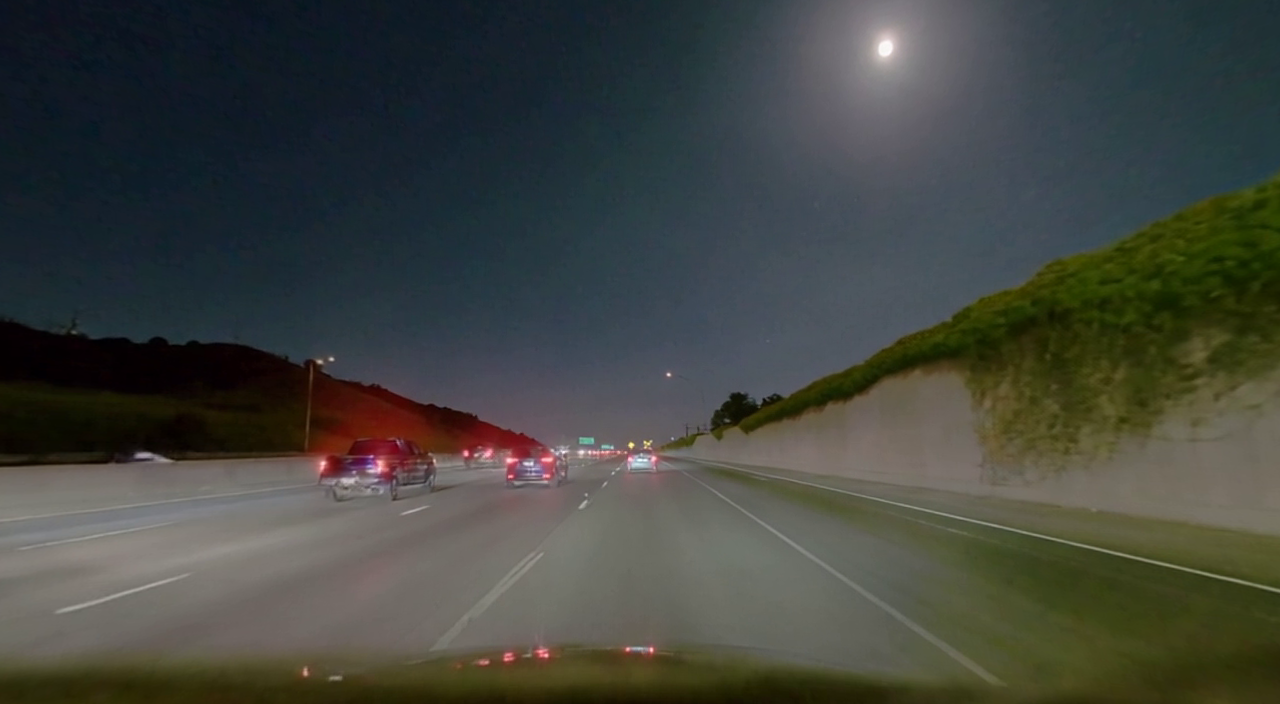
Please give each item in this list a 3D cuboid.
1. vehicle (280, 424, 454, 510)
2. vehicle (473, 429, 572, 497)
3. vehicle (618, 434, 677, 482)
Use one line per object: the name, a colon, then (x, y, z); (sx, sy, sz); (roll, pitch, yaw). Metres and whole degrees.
vehicle: (-6.790, 2.930, 16.544); (2.108, 1.856, 5.214); (0, -9, 2)
vehicle: (-3.433, 3.354, 19.395); (2.093, 1.820, 4.506); (0, -9, 1)
vehicle: (0.264, 4.381, 26.208); (2.233, 1.804, 4.273); (0, -9, 0)
